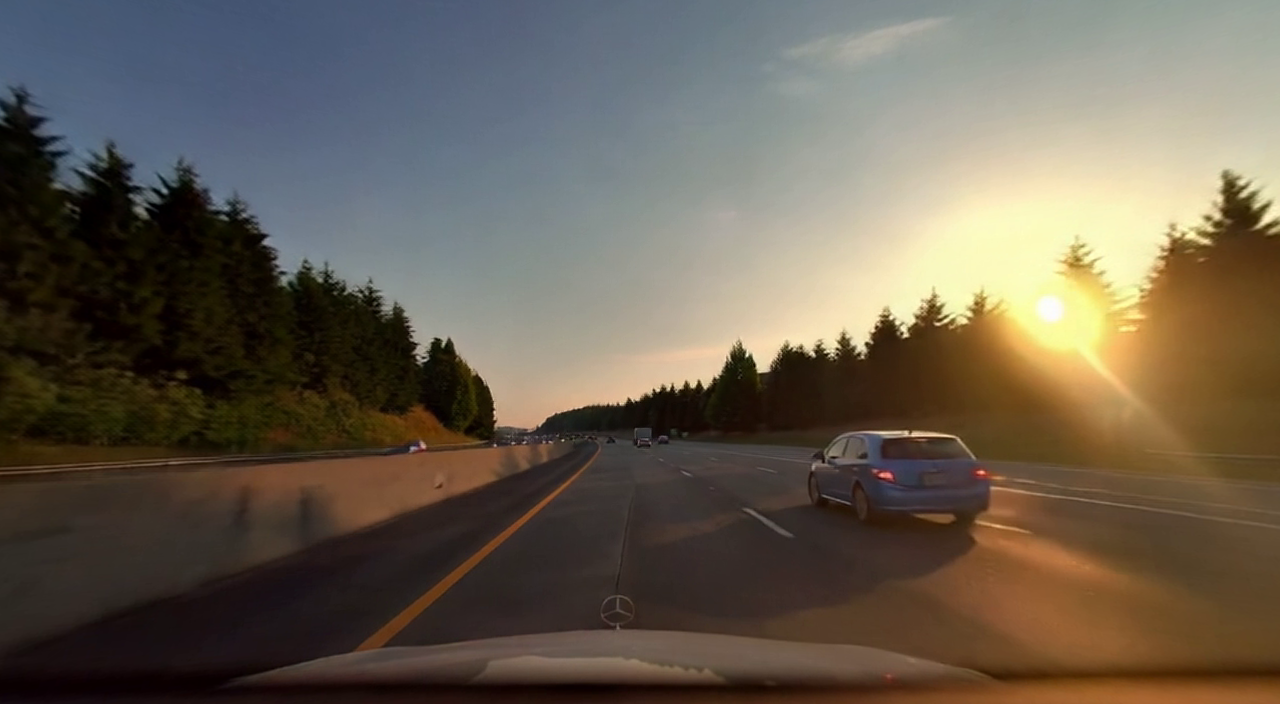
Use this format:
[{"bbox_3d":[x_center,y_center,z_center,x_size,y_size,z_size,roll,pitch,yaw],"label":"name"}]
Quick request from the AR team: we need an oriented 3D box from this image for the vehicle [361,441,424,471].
[{"bbox_3d":[-13.336,5.597,34.240,1.824,1.459,4.072,0,-8,-1],"label":"vehicle"}]

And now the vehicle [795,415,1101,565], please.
[{"bbox_3d":[3.694,1.703,8.630,1.958,1.526,4.227,0,-8,-2],"label":"vehicle"}]
